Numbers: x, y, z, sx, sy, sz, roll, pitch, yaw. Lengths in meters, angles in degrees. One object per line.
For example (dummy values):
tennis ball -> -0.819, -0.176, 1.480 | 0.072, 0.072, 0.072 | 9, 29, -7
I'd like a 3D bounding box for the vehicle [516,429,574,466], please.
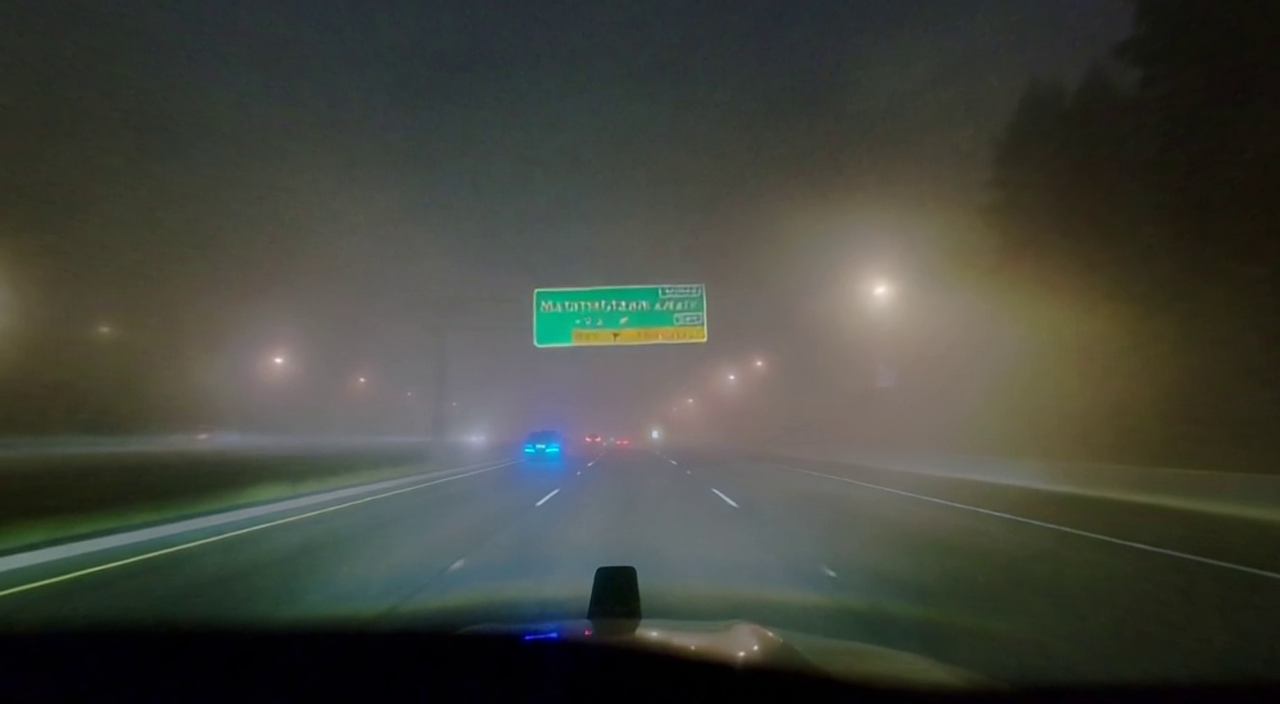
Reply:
vehicle -> -4.248, 4.341, 28.933 | 2.062, 1.591, 4.156 | 0, -8, -1
